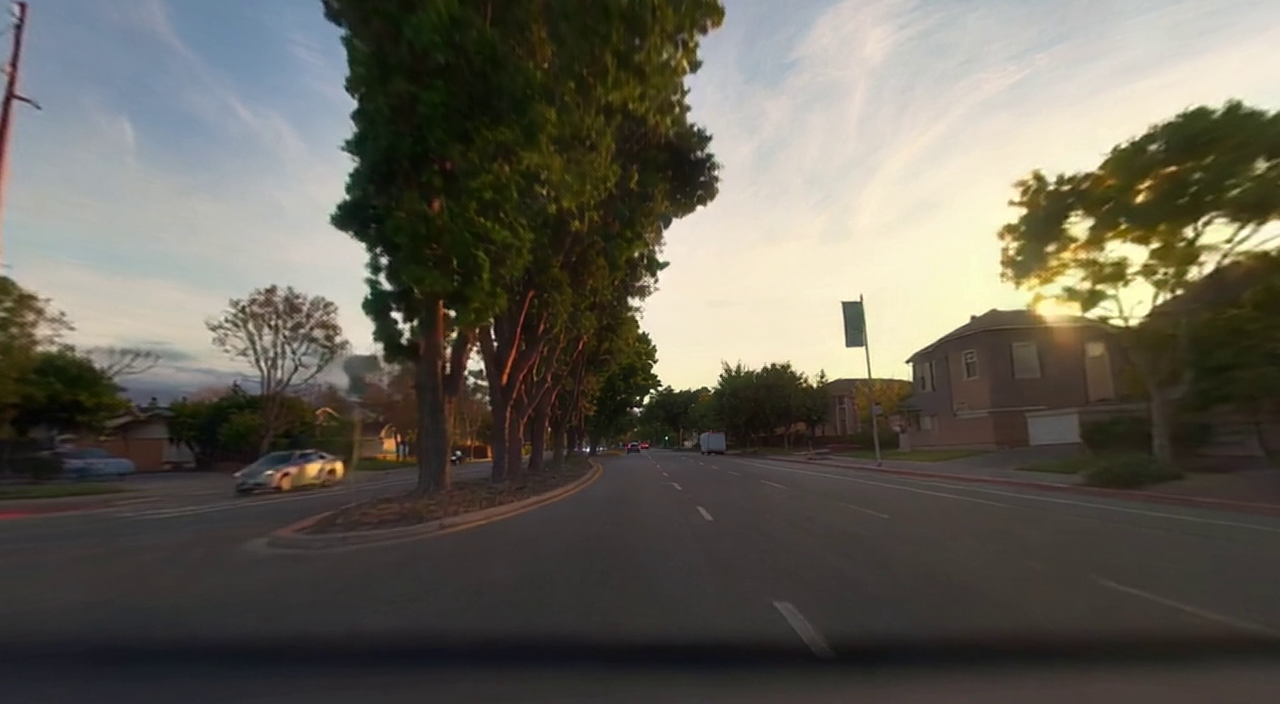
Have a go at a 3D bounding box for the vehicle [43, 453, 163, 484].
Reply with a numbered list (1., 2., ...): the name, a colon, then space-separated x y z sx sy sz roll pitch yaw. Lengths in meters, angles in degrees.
1. vehicle: -29.047 6.300 34.403 1.898 1.489 4.667 -2 -9 13

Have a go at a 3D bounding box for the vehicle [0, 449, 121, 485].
1. vehicle: -31.974 6.243 34.763 2.076 1.803 4.840 -2 -9 12
